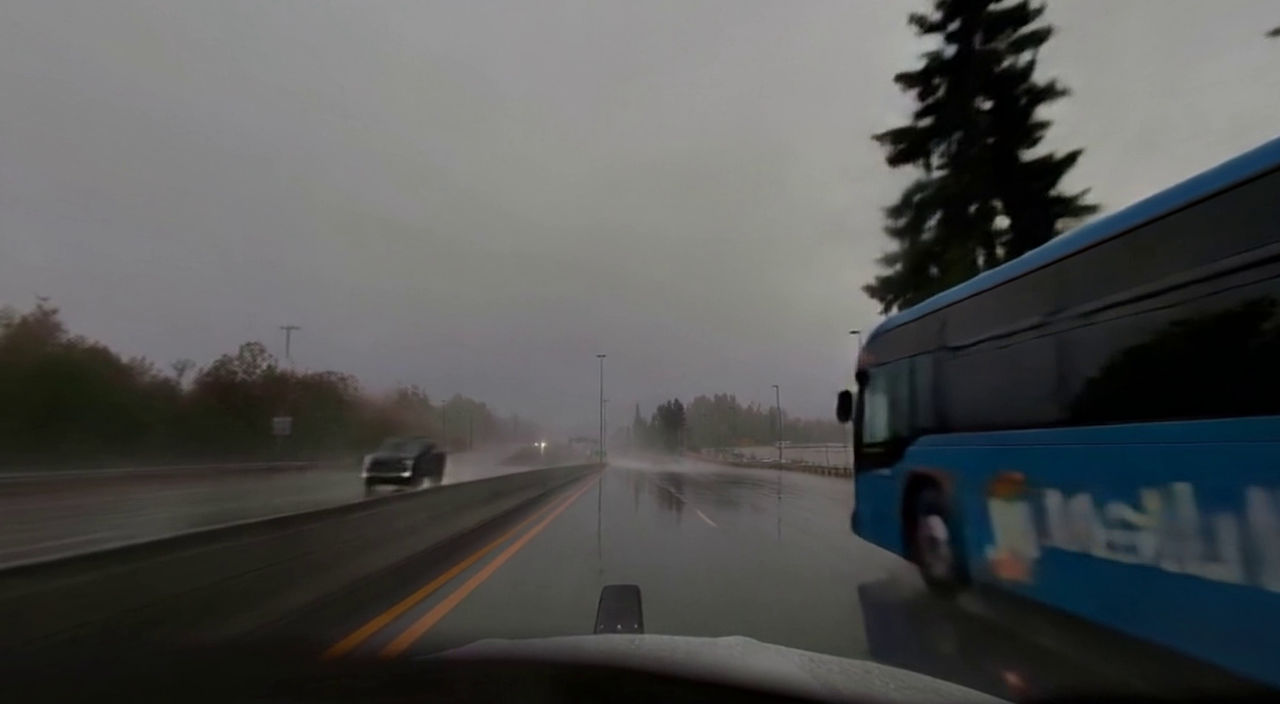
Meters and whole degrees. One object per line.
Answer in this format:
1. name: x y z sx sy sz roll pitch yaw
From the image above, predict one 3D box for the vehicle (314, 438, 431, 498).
1. vehicle: -9.036 3.942 21.711 2.033 1.845 4.537 0 -9 0
